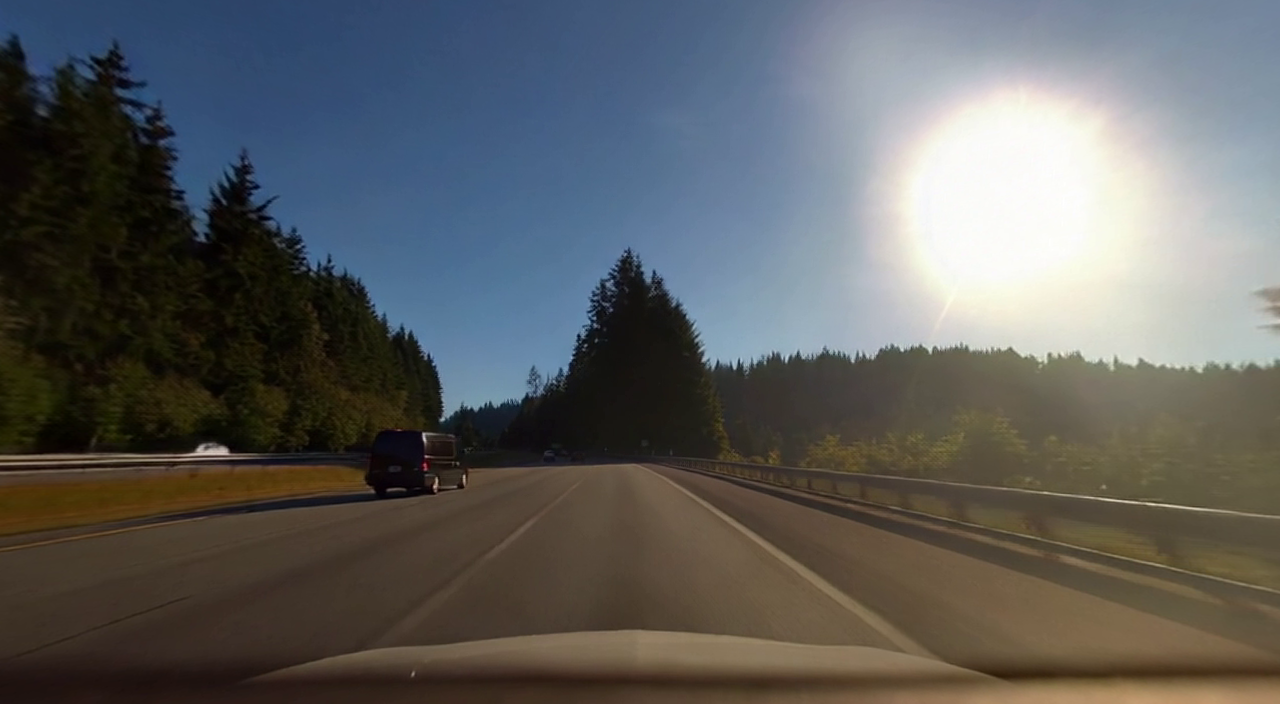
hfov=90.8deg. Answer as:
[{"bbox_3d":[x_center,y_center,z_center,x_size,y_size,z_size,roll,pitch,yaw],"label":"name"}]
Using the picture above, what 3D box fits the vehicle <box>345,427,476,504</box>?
[{"bbox_3d":[-6.827,3.456,19.488,2.197,2.038,4.919,0,-9,-1],"label":"vehicle"}]
